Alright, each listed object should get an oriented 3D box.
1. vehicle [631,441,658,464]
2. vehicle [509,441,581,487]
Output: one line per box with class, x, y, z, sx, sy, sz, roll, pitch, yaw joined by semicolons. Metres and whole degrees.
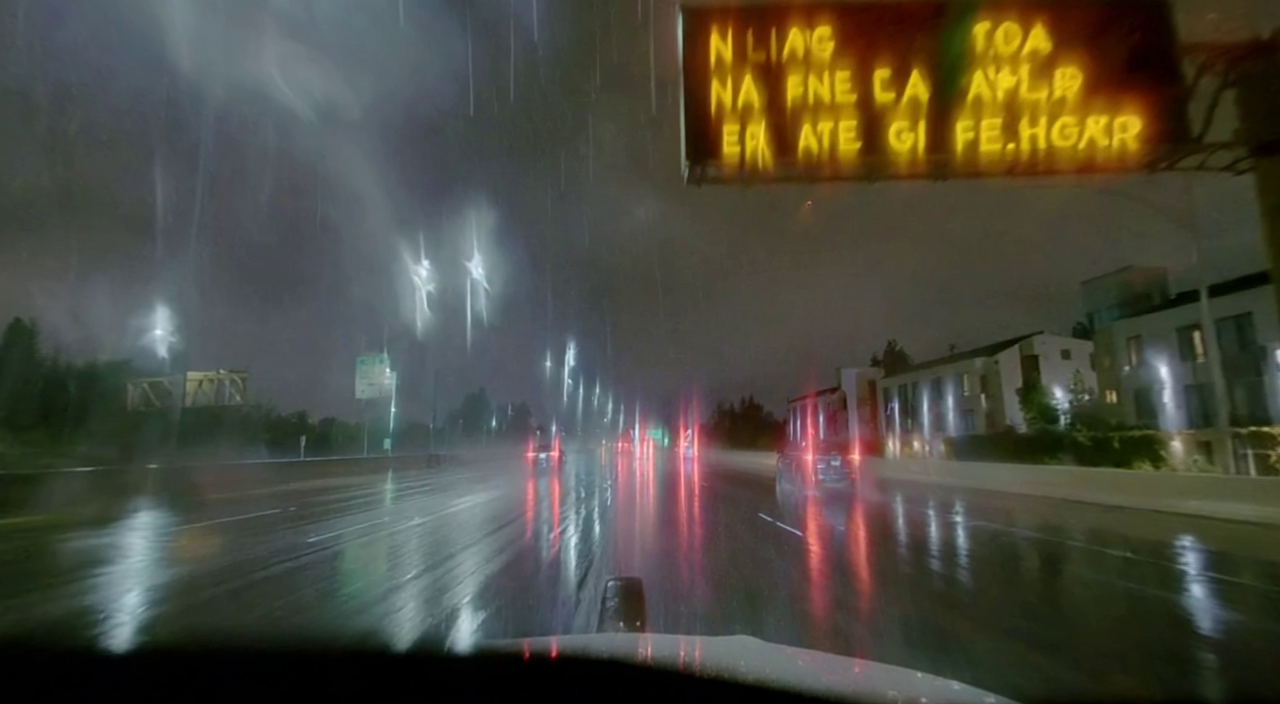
vehicle;0.309;7.937;49.826;2.021;1.666;4.108;0;-9;0
vehicle;-3.646;4.409;25.077;2.195;1.630;4.336;0;-9;0
